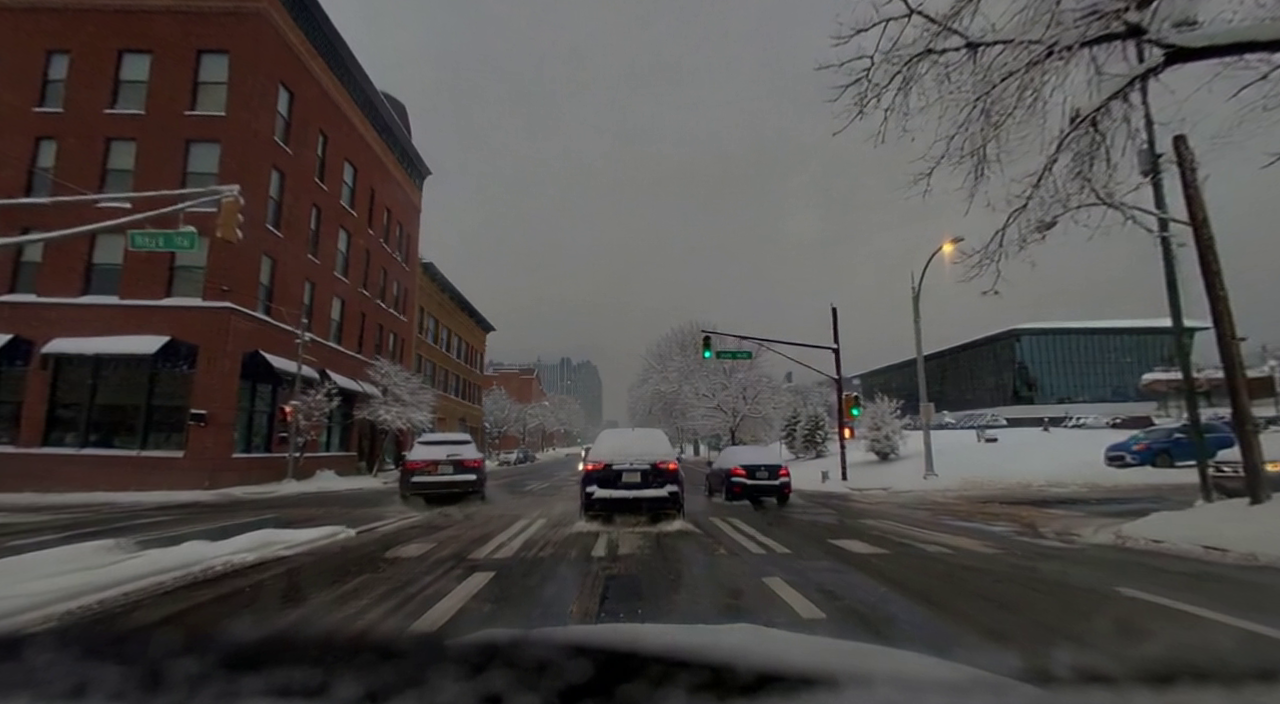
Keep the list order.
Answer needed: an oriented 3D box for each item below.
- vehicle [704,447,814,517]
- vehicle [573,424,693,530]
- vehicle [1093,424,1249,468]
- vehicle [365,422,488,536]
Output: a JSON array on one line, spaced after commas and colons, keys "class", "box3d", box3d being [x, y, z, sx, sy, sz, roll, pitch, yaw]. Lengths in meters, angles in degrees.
[{"class": "vehicle", "box3d": [2.765, 3.097, 15.628, 1.852, 1.462, 4.155, 0, -8, -1]}, {"class": "vehicle", "box3d": [-0.175, 2.536, 13.464, 2.105, 1.842, 4.537, 0, -8, -1]}, {"class": "vehicle", "box3d": [20.879, 3.719, 24.992, 4.355, 1.663, 1.948, 0, -9, 0]}, {"class": "vehicle", "box3d": [-4.148, 2.389, 12.499, 1.855, 1.812, 4.244, 3, -9, -17]}]
